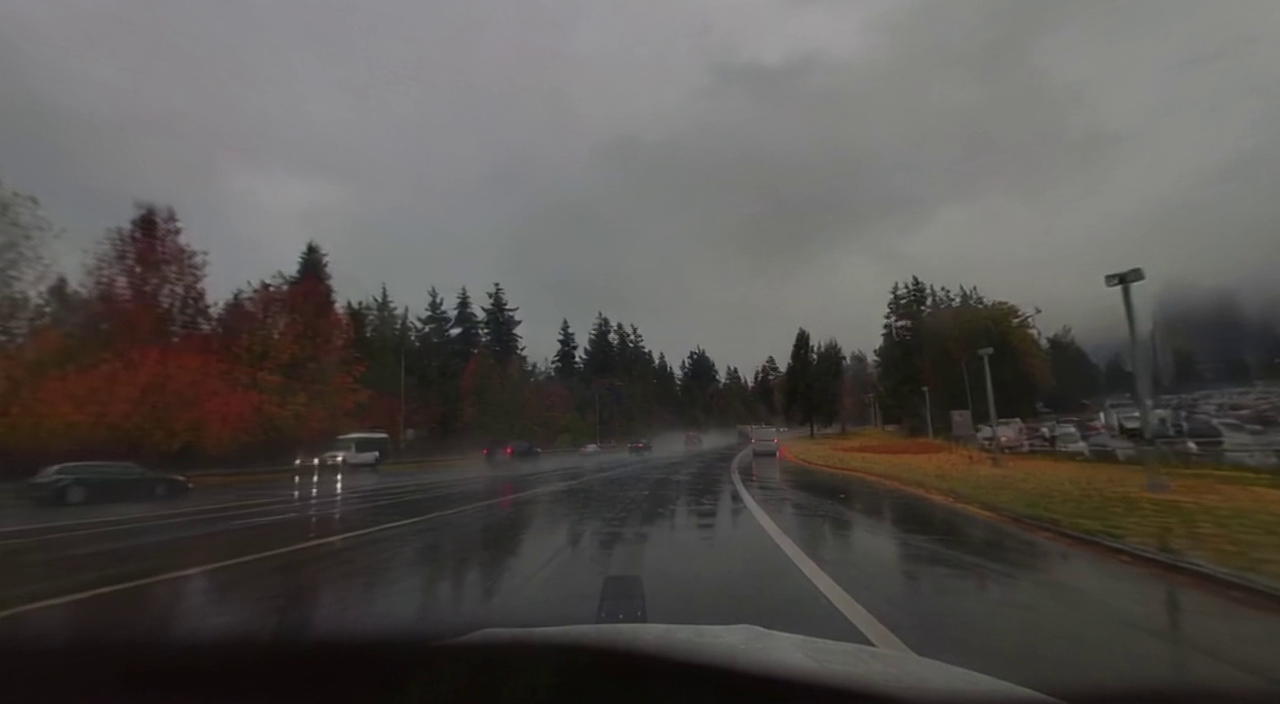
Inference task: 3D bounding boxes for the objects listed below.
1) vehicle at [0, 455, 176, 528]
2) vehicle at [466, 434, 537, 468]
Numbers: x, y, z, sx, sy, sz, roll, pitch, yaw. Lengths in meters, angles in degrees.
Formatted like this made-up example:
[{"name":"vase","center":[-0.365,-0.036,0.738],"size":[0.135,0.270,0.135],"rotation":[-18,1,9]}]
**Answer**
[{"name":"vehicle","center":[-14.418,3.356,15.689],"size":[1.986,1.500,4.198],"rotation":[-2,-9,14]},{"name":"vehicle","center":[-8.752,6.294,40.338],"size":[2.368,2.012,5.021],"rotation":[-2,-9,14]}]
